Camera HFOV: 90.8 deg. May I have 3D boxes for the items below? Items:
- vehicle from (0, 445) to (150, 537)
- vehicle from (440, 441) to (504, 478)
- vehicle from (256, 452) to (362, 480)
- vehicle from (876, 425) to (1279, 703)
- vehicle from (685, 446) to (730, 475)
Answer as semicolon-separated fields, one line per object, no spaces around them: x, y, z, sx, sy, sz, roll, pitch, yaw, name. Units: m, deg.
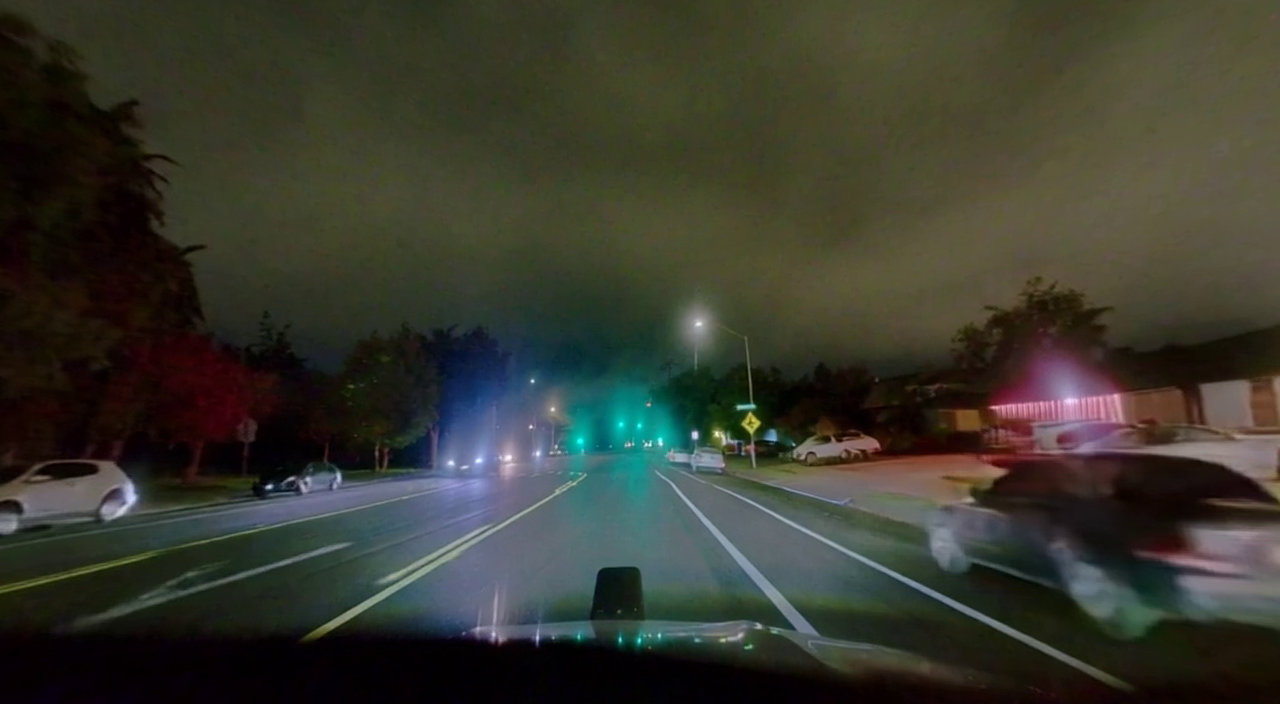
-13.029;2.900;13.361;1.978;1.706;4.310;-3;-8;-1;vehicle
-8.585;5.508;32.768;2.041;1.760;4.522;0;-8;1;vehicle
-18.824;6.468;36.094;4.880;1.500;1.965;0;-8;-2;vehicle
4.045;1.437;5.570;1.946;1.431;4.695;0;-8;-2;vehicle
3.716;6.058;35.683;1.991;1.500;4.562;0;-8;-1;vehicle
